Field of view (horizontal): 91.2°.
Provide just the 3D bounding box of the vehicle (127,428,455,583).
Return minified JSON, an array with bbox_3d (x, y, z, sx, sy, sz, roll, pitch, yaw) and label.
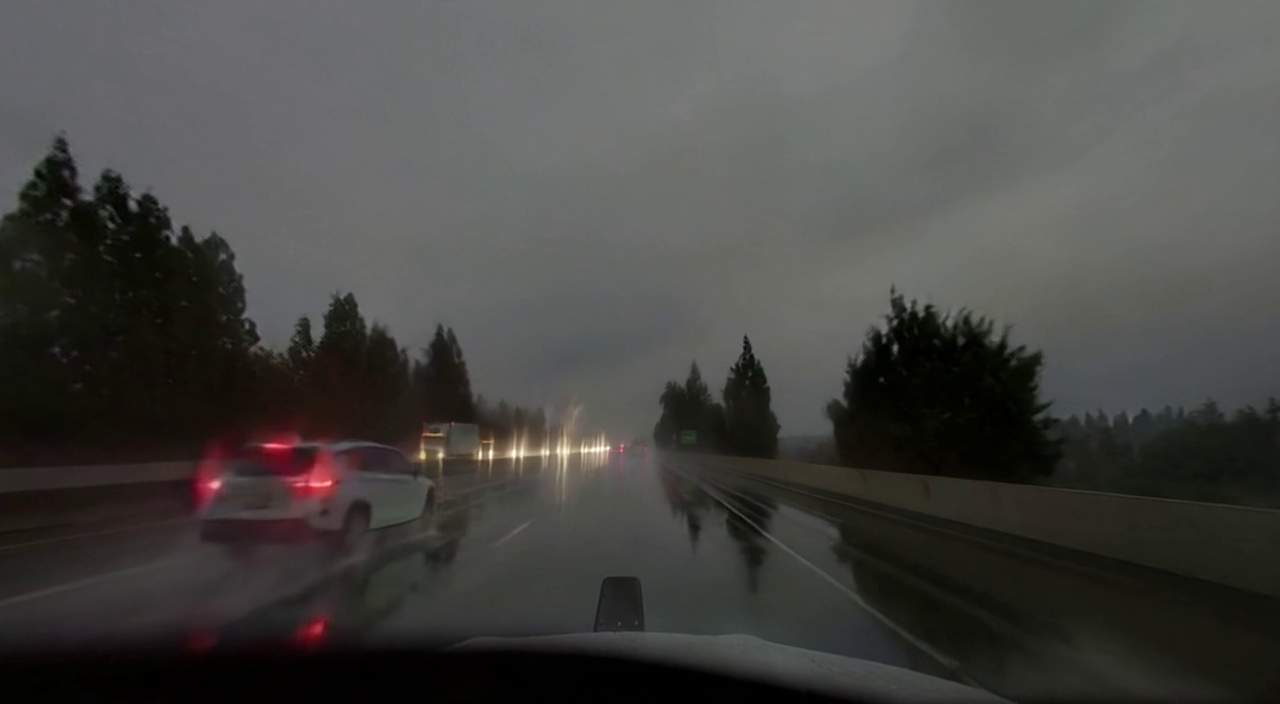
[{"bbox_3d":[-4.009,1.803,8.165,1.933,1.497,3.973,0,-9,0],"label":"vehicle"}]
